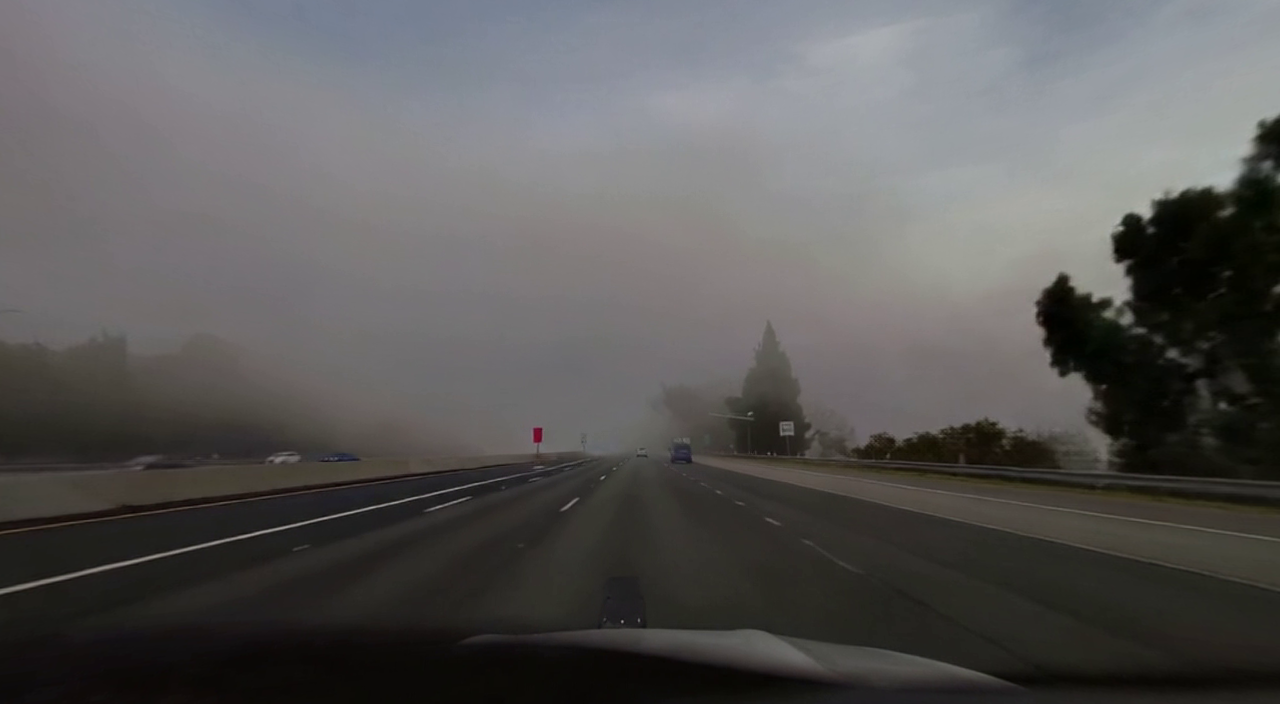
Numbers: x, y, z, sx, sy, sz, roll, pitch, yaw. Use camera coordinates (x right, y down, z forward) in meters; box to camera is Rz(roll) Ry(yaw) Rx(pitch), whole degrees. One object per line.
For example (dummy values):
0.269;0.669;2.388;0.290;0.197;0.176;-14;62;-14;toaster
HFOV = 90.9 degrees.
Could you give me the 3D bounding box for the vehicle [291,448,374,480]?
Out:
-15.588;5.675;32.259;1.903;1.486;4.666;0;-9;0;vehicle
